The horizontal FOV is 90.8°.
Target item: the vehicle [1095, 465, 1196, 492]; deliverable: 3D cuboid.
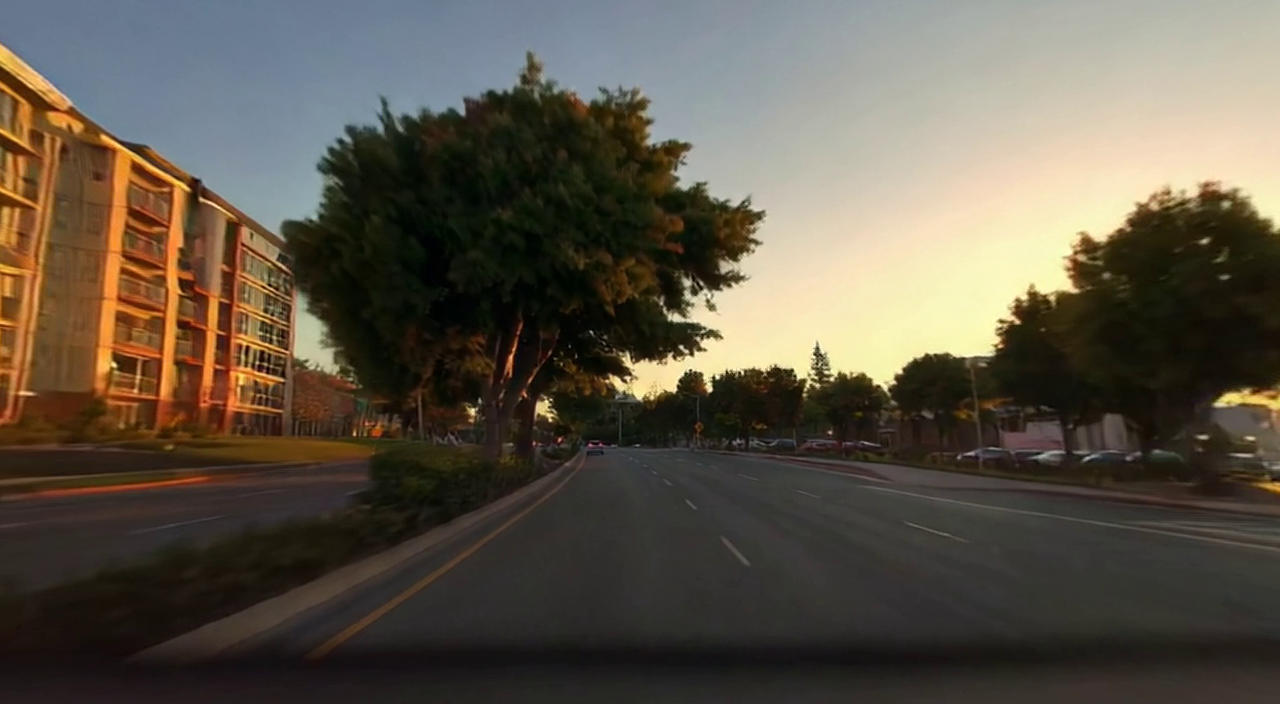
[{"bbox_3d":[30.243,7.588,37.908,4.349,1.499,1.867,0,-9,1],"label":"vehicle"}]
